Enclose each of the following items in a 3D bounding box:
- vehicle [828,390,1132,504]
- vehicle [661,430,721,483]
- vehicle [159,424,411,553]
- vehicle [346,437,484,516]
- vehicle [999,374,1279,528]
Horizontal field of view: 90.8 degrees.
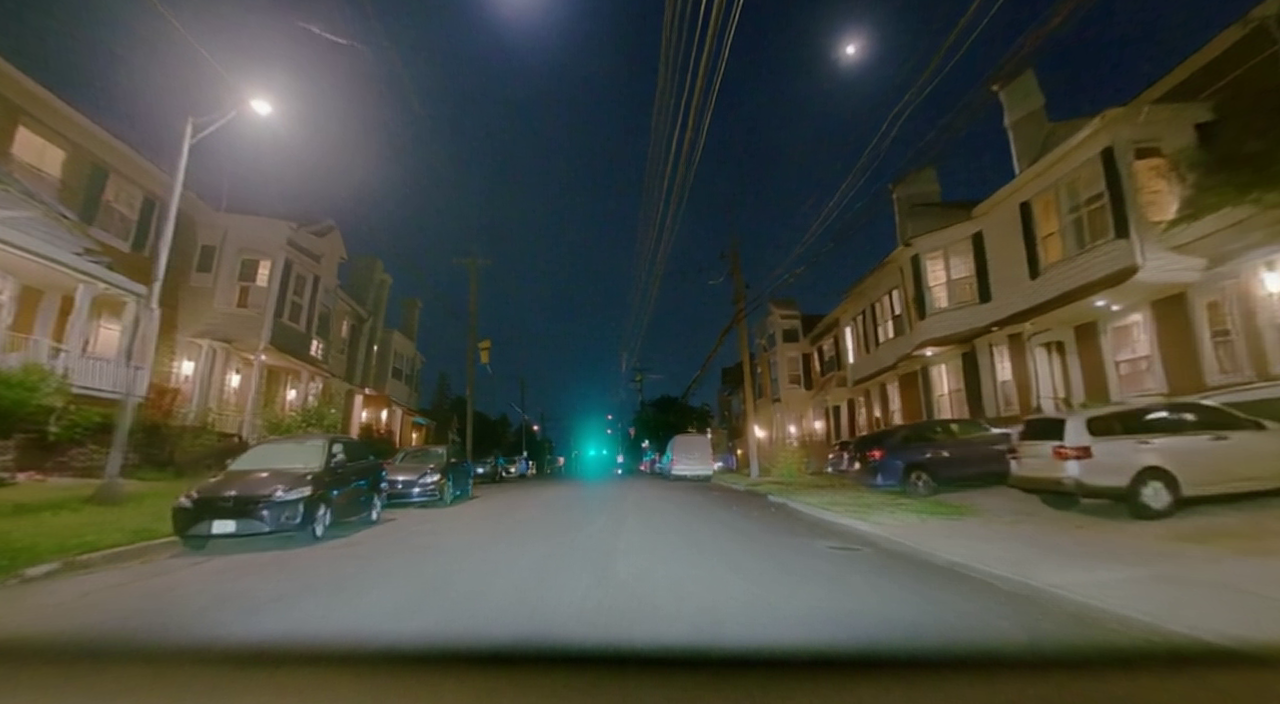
[{"bbox_3d":[7.515,2.168,14.418,5.615,1.787,2.014,-6,-9,-2],"label":"vehicle"},{"bbox_3d":[2.273,4.869,29.638,2.343,2.229,4.199,1,-9,-2],"label":"vehicle"},{"bbox_3d":[-5.361,2.036,10.287,1.967,1.656,3.924,1,-7,-3],"label":"vehicle"},{"bbox_3d":[-5.206,2.882,15.372,1.960,1.507,4.542,-1,-7,-4],"label":"vehicle"},{"bbox_3d":[7.946,1.325,9.023,4.315,1.736,1.950,-4,-9,-4],"label":"vehicle"}]
